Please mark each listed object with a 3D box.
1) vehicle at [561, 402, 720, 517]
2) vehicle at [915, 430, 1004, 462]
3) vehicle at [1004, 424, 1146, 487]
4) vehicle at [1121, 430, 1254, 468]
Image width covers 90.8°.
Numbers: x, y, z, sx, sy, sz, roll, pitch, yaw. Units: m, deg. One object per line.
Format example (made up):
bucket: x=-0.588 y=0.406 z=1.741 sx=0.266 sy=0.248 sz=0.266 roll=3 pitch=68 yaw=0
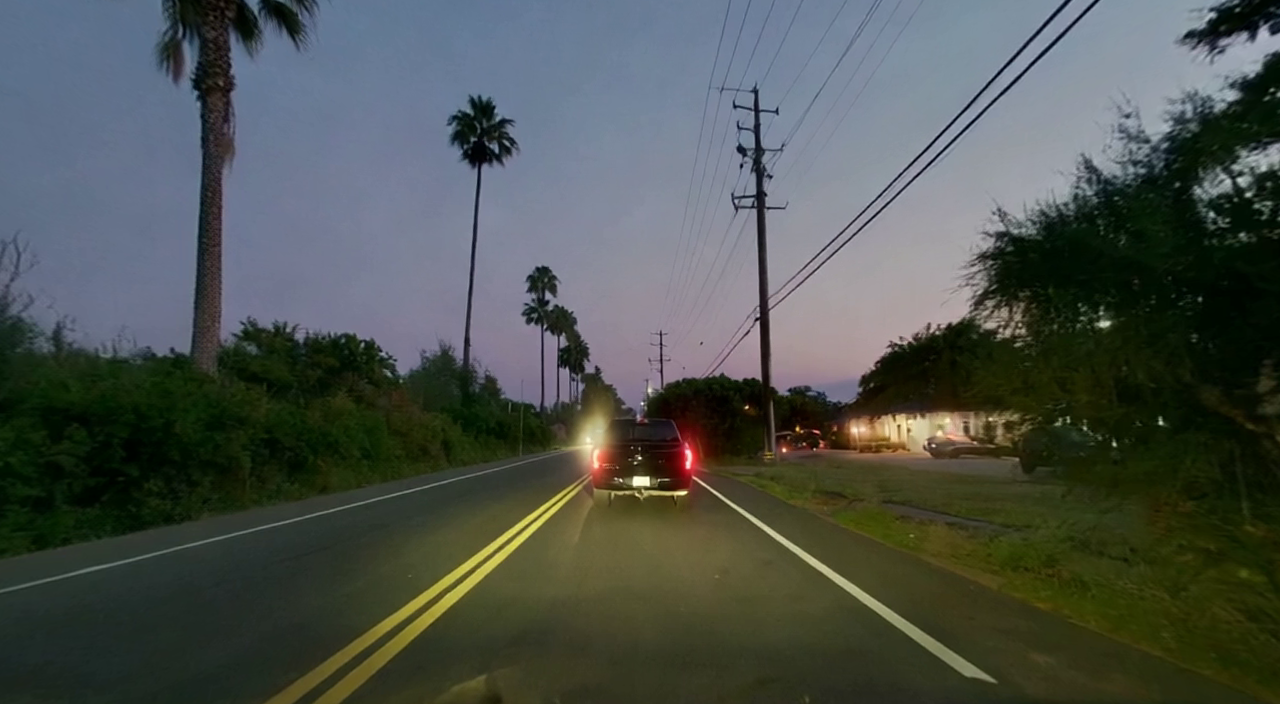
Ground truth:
vehicle: x=0.000 y=2.366 z=14.361 sx=2.848 sy=2.047 sz=5.885 roll=0 pitch=-8 yaw=0
vehicle: x=20.630 y=6.160 z=41.214 sx=2.277 sy=1.836 sz=6.267 roll=-1 pitch=-9 yaw=-3
vehicle: x=16.121 y=3.895 z=23.934 sx=2.338 sy=1.917 sz=6.076 roll=-6 pitch=-10 yaw=15
vehicle: x=24.634 y=4.402 z=28.503 sx=4.314 sy=1.553 sz=1.948 roll=0 pitch=-11 yaw=-6
